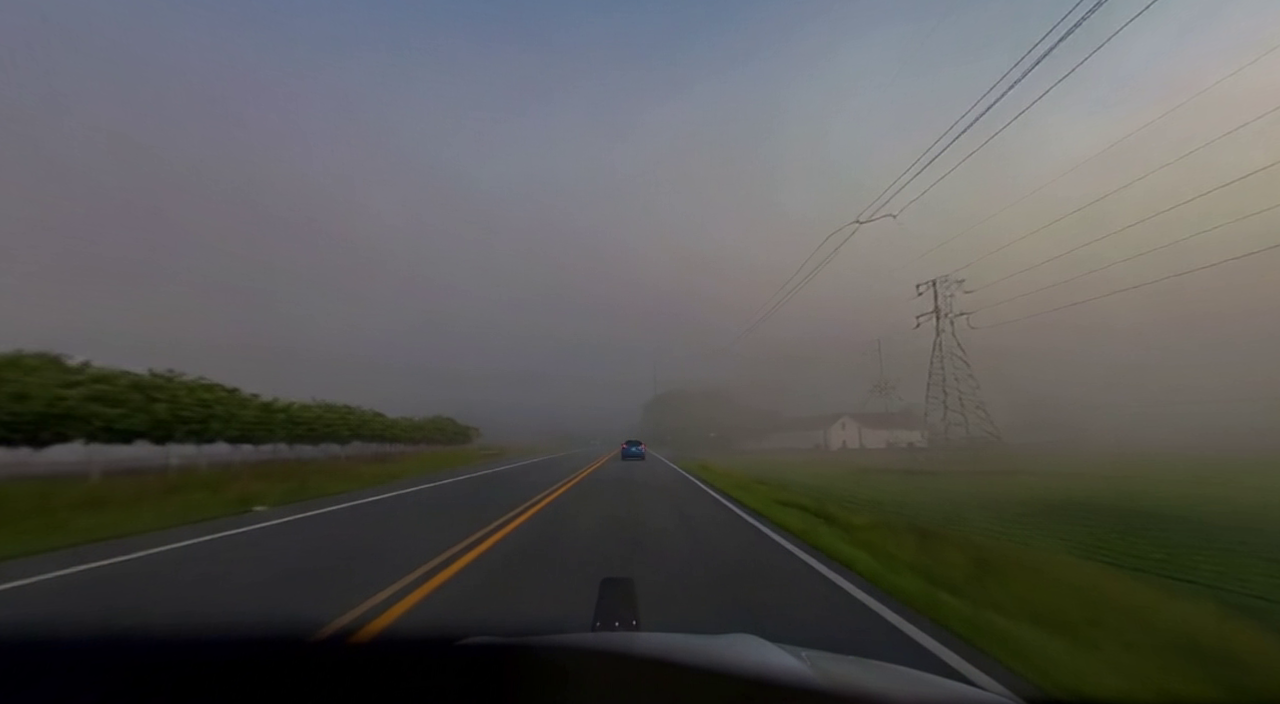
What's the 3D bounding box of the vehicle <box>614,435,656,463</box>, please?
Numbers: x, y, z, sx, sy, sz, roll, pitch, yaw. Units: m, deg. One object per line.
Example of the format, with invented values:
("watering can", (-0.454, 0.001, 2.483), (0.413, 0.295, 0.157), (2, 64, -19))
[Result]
("vehicle", (-0.274, 5.392, 35.286), (2.241, 1.471, 3.829), (0, -8, -1))
